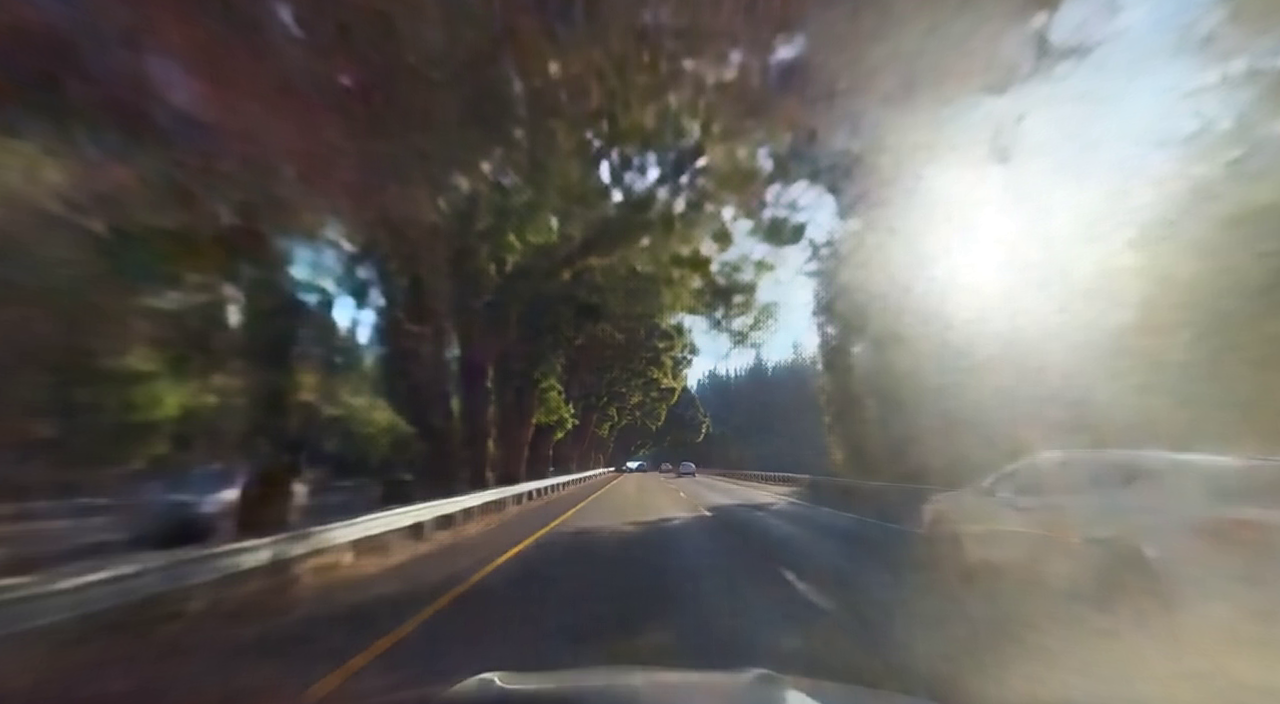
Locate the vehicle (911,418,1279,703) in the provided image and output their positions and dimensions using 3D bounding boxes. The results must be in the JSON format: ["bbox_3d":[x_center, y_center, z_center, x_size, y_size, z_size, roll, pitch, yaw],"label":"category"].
[{"bbox_3d":[3.684,1.355,4.374,1.825,1.494,3.959,1,-10,0],"label":"vehicle"}]

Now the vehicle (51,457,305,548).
[{"bbox_3d":[-8.674,2.837,12.379,1.924,1.440,3.945,1,-10,0],"label":"vehicle"}]
